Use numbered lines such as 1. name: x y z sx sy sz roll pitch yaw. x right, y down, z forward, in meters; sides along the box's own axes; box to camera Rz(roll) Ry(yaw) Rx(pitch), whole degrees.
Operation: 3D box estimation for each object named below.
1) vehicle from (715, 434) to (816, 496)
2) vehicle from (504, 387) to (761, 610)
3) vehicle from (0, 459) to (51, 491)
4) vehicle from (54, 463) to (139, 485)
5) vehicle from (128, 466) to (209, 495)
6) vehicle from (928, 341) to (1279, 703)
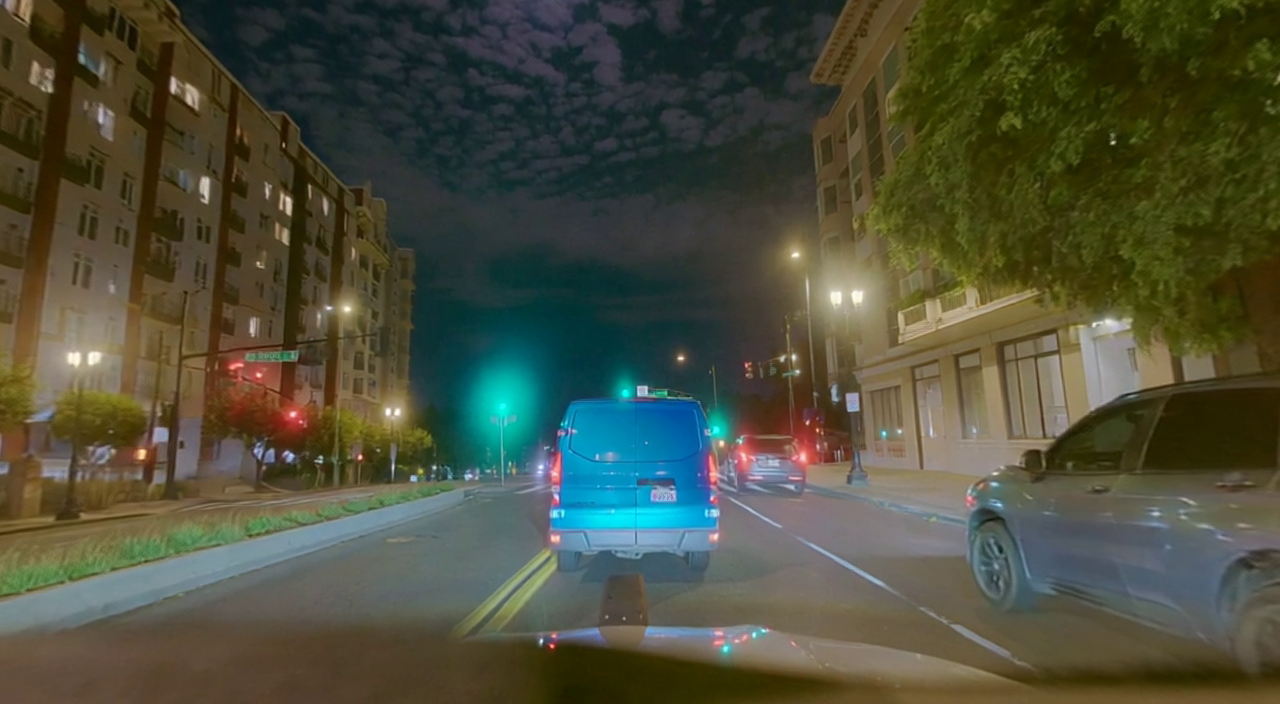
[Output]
1. vehicle: 3.750 3.479 19.785 2.061 1.676 4.734 0 -9 -2
2. vehicle: -0.050 1.528 7.408 2.101 1.828 4.270 0 -9 0
3. vehicle: -35.550 6.832 35.143 3.843 1.680 1.782 -1 -9 6
4. vehicle: -38.403 8.631 44.625 4.396 1.458 1.809 -1 -9 2
5. vehicle: -33.239 9.073 44.507 4.292 1.492 1.772 -6 -14 -1
6. vehicle: 3.794 1.000 3.765 2.157 1.748 4.130 0 -9 0
